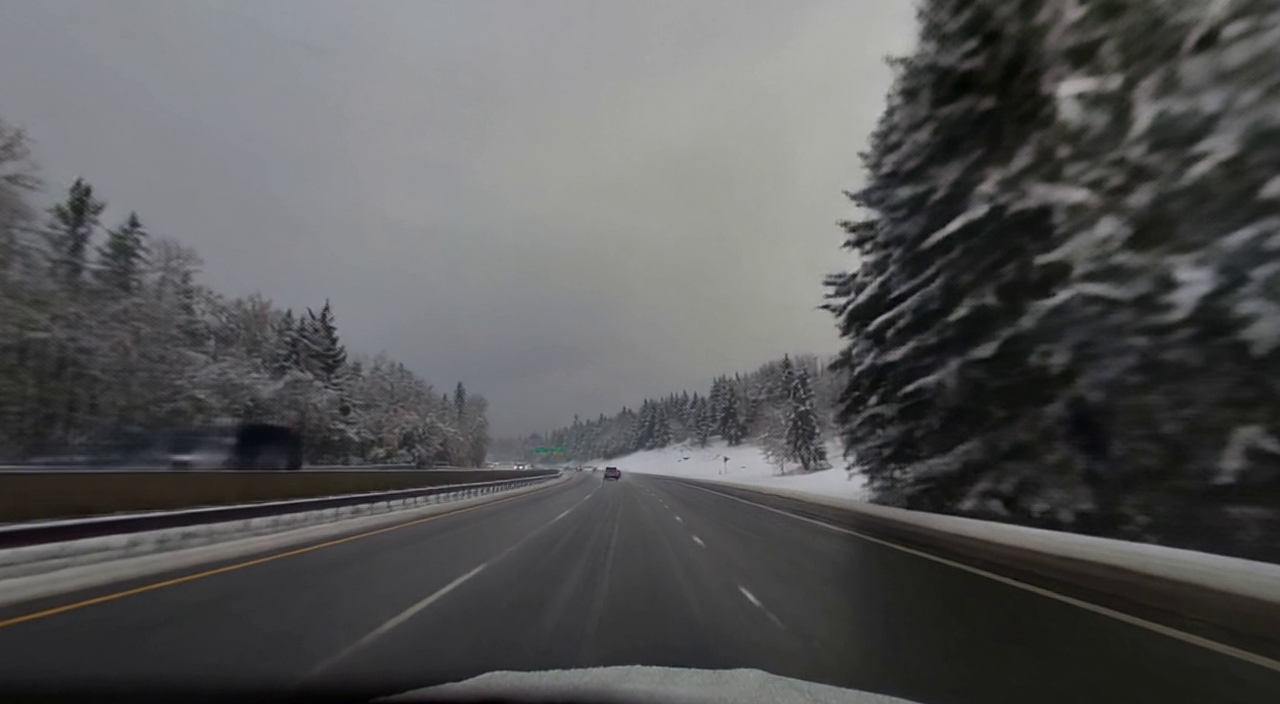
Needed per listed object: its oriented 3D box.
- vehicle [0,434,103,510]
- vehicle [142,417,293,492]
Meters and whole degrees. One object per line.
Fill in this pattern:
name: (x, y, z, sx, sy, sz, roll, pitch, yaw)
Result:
vehicle: (-13.932, 2.495, 13.177, 1.805, 1.522, 3.979, 1, -11, 0)
vehicle: (-17.859, 4.490, 27.194, 2.289, 2.818, 5.939, 1, -11, 0)
